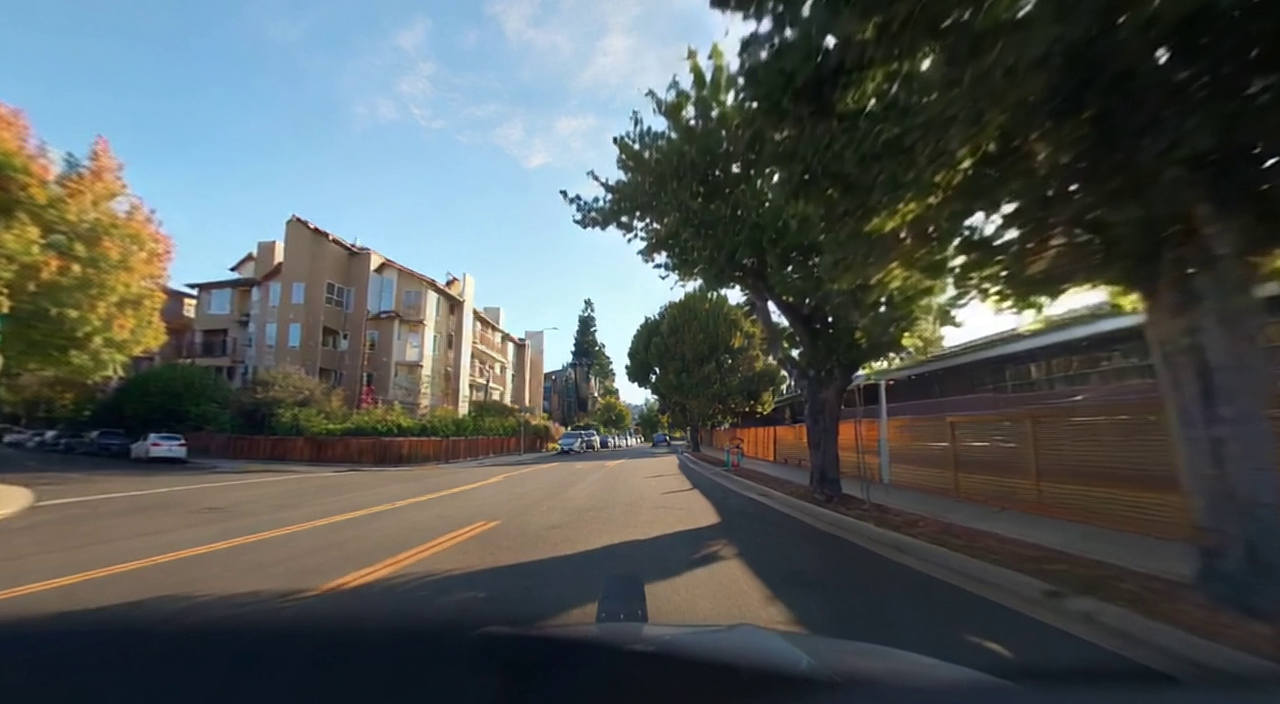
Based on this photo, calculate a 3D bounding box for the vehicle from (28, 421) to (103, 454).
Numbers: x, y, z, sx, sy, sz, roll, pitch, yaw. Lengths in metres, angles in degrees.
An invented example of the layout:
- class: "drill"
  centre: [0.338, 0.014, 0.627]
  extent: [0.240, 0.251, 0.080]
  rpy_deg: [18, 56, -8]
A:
- class: "vehicle"
  centre: [-34.778, 5.211, 38.221]
  extent: [4.503, 1.838, 2.069]
  rpy_deg: [-5, -10, 32]

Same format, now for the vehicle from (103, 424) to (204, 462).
- class: "vehicle"
  centre: [-24.798, 4.650, 32.178]
  extent: [5.078, 1.794, 2.210]
  rpy_deg: [-5, -10, 30]
